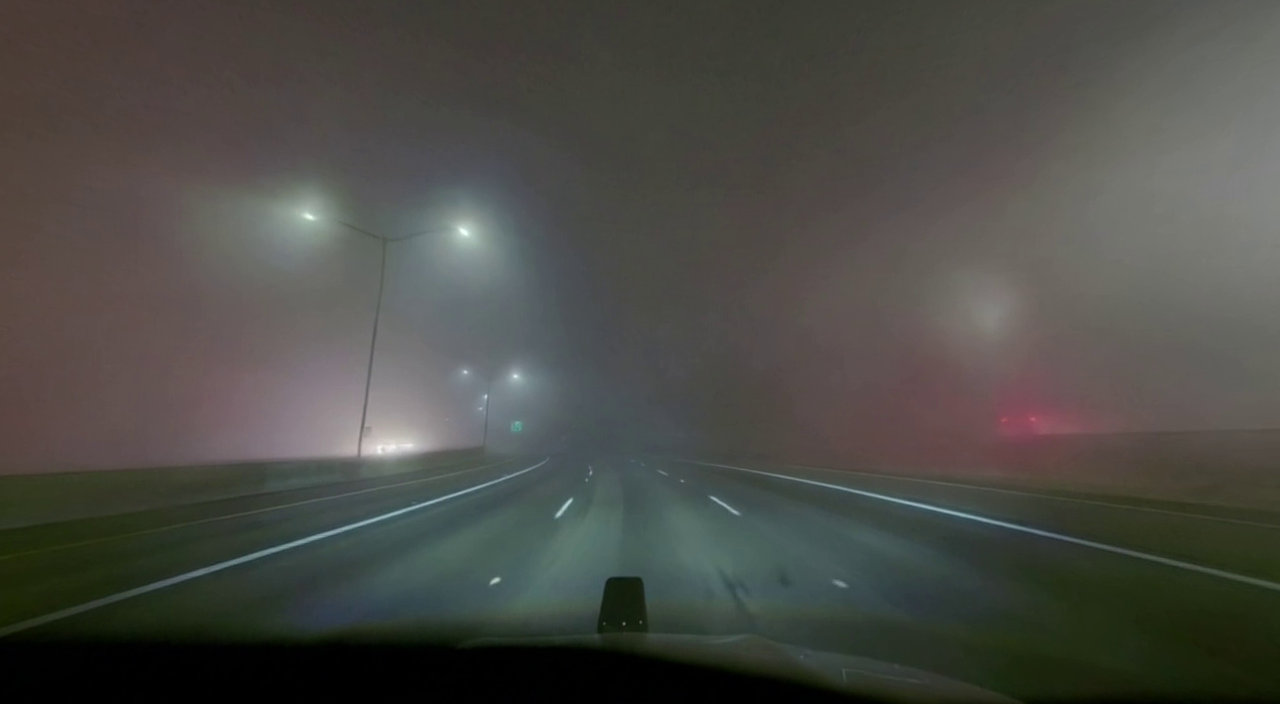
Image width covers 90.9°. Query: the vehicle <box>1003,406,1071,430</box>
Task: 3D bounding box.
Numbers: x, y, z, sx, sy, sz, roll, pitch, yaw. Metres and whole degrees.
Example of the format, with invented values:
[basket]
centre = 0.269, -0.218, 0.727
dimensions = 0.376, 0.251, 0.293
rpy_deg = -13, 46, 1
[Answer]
[vehicle]
centre = 27.112, 4.567, 43.204
dimensions = 1.944, 1.461, 3.689
rpy_deg = 1, -8, -6
